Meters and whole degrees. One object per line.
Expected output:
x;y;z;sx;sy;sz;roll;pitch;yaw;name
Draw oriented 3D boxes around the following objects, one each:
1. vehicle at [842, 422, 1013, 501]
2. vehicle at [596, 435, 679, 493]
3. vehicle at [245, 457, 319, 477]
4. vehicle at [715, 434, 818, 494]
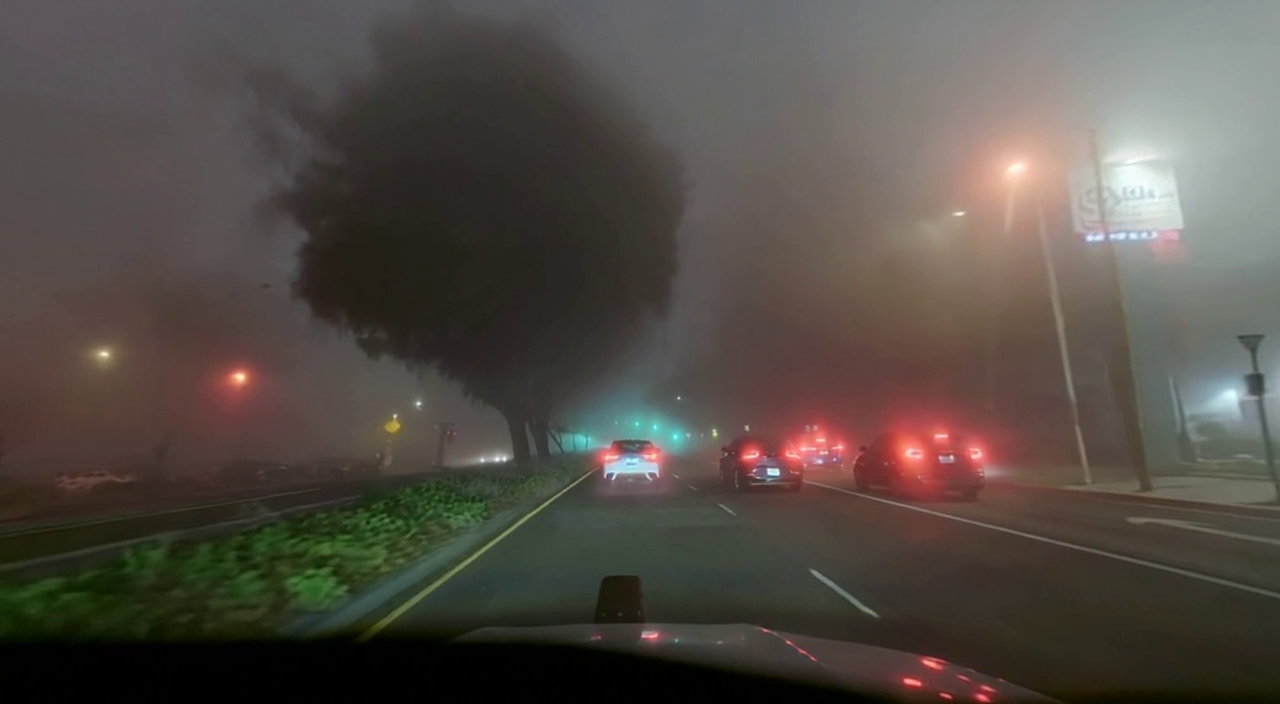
7.139;2.781;16.403;2.052;1.708;4.842;0;-9;-1;vehicle
-0.120;3.170;18.195;2.101;1.444;4.248;0;-9;-2;vehicle
-28.208;9.070;49.875;4.693;1.499;1.838;-1;-9;1;vehicle
3.446;3.149;18.133;1.993;1.477;4.240;0;-9;-1;vehicle
